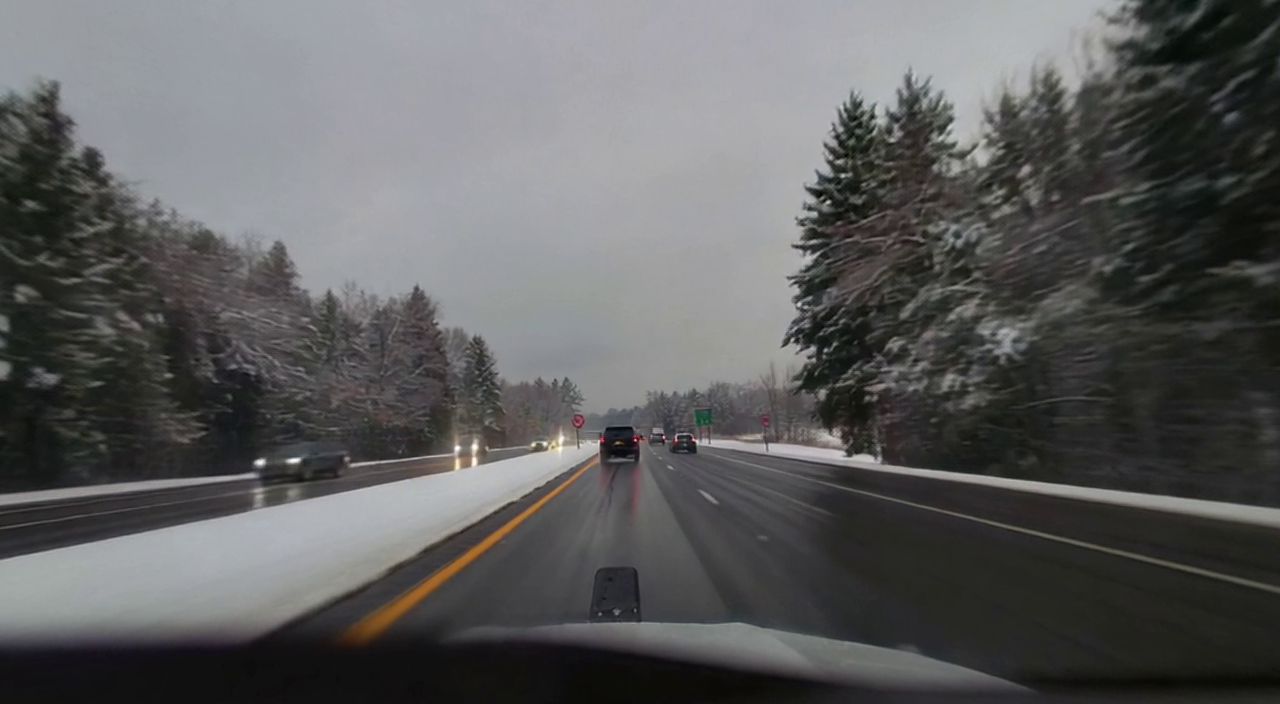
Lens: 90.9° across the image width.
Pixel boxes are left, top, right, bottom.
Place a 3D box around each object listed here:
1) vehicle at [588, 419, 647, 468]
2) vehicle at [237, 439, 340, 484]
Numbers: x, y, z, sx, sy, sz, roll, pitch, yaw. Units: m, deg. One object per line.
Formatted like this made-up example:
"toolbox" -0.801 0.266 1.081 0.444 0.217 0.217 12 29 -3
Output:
"vehicle" -1.011 4.186 29.003 2.503 2.044 4.633 0 -8 -1
"vehicle" -14.140 4.389 25.618 1.878 1.649 3.987 0 -8 0
